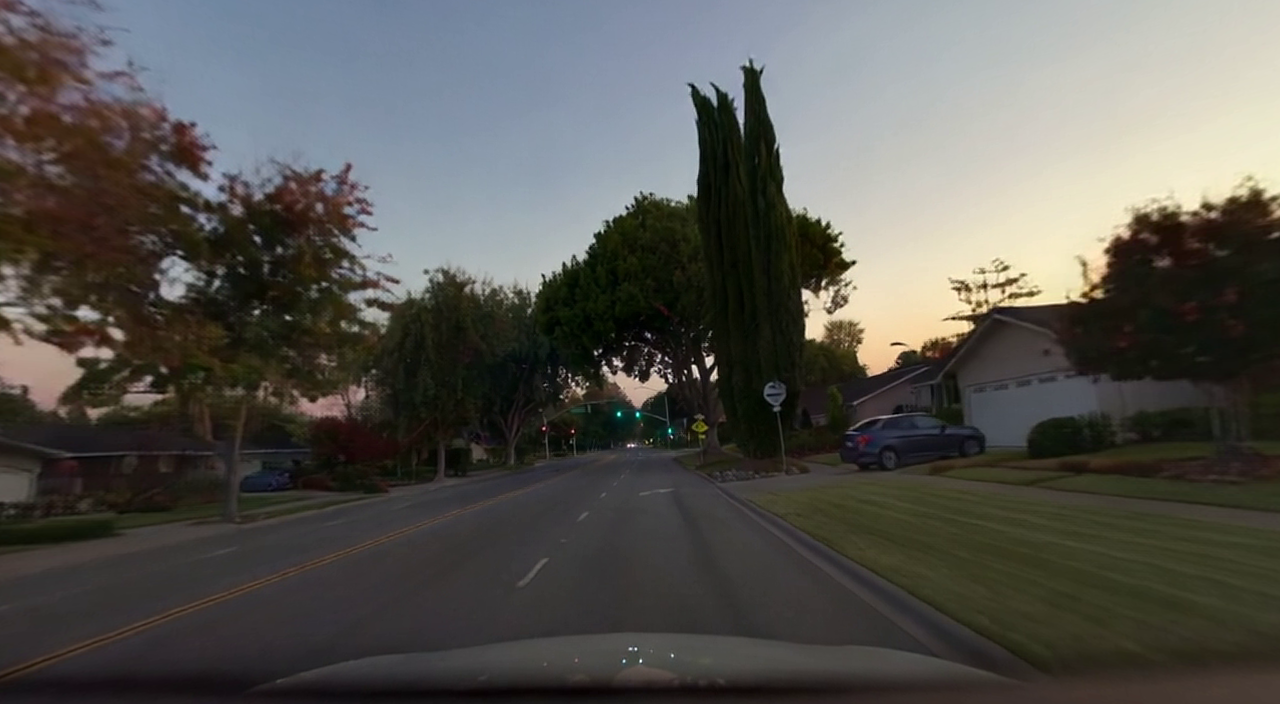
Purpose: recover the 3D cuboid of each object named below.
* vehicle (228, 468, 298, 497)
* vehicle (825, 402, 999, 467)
[{"bbox_3d":[-22.331,7.722,37.337,1.847,1.461,3.659,0,-8,0],"label":"vehicle"},{"bbox_3d":[8.313,2.552,19.269,4.636,1.823,1.997,3,-9,-18],"label":"vehicle"}]
